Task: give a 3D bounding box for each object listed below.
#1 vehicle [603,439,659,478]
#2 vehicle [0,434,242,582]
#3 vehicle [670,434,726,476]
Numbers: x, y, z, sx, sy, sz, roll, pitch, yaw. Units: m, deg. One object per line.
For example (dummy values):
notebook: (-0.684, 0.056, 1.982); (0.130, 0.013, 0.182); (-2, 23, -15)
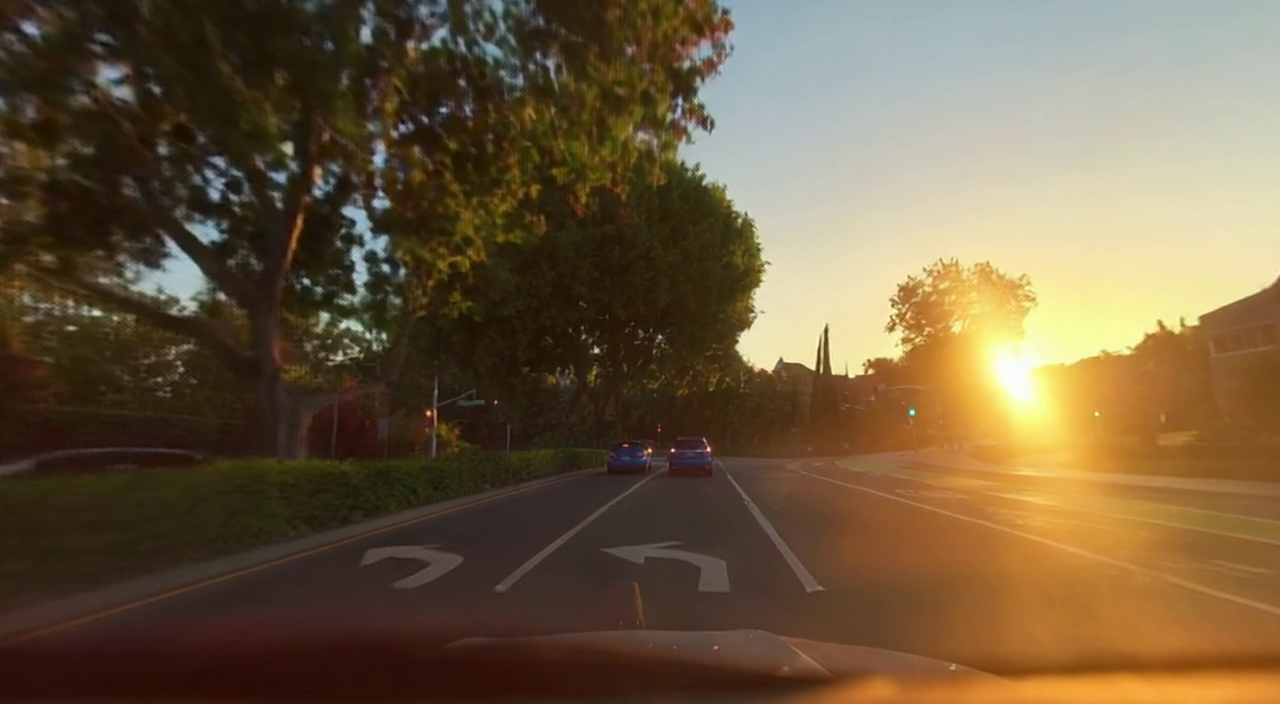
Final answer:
vehicle: (-0.297, 4.448, 26.629); (1.923, 1.498, 3.887); (-1, -9, 5)
vehicle: (-8.229, 2.050, 9.014); (2.029, 1.667, 4.504); (-1, -8, 2)
vehicle: (2.572, 4.580, 28.263); (2.286, 1.701, 4.395); (-1, -8, 4)
